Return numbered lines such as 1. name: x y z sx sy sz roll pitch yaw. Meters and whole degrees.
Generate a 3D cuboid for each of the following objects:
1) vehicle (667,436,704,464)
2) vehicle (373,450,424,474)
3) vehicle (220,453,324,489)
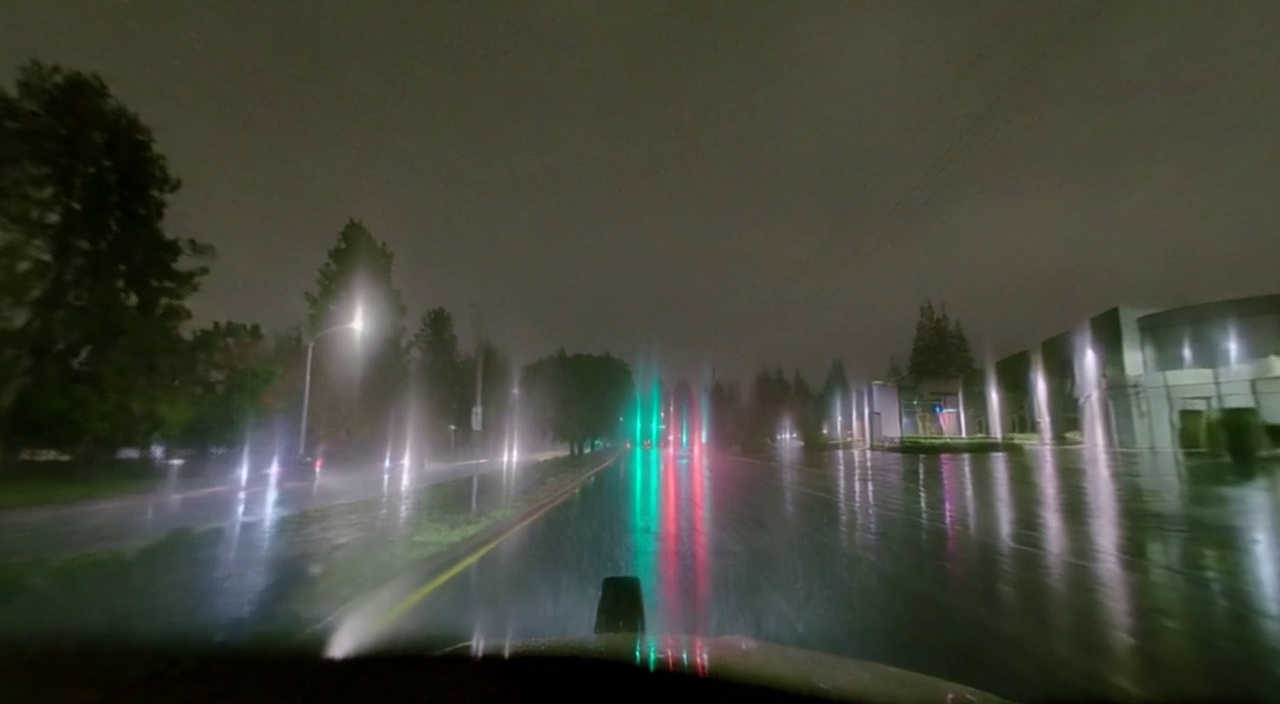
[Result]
1. vehicle: 3.098 6.847 44.097 2.085 1.828 5.383 0 -8 -1
2. vehicle: -16.670 7.570 43.755 1.857 1.519 3.969 0 -8 1
3. vehicle: -16.832 5.440 29.255 1.908 1.445 4.730 0 -8 1
